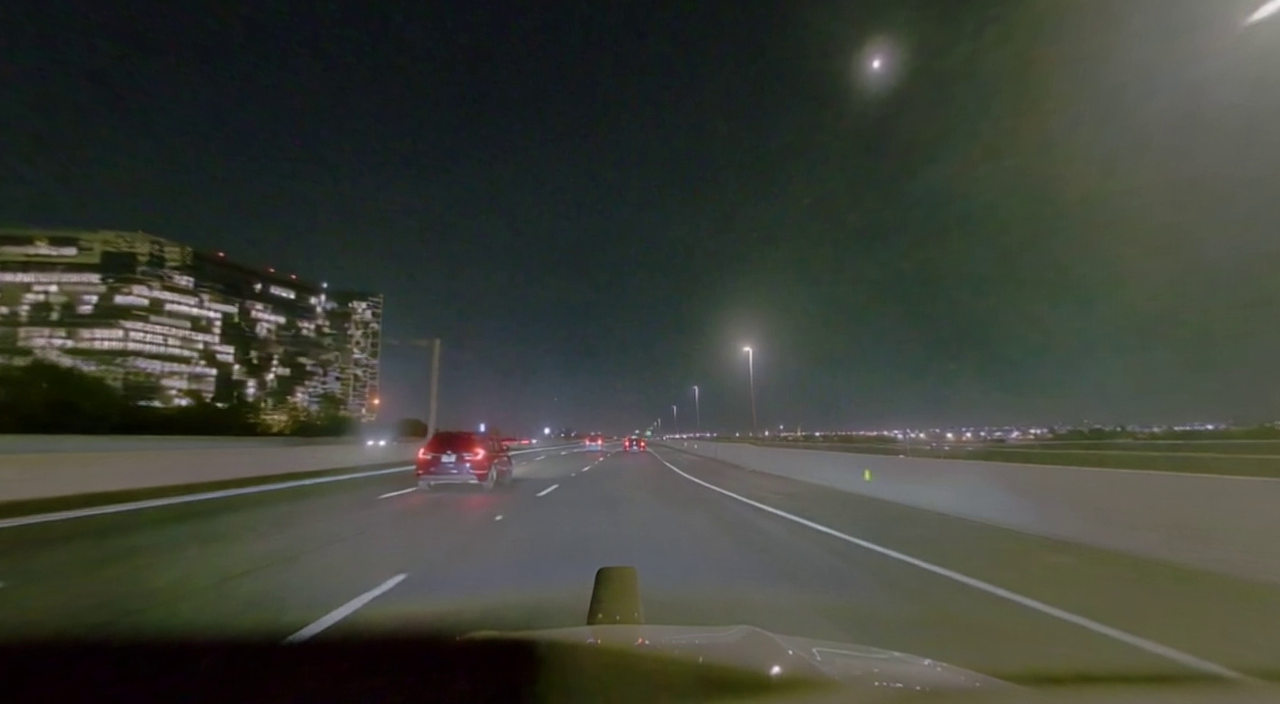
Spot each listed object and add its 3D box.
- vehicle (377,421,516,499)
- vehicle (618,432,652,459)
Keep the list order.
[{"bbox_3d":[-4.504,2.582,15.476,2.036,1.612,4.510,0,-8,-1],"label":"vehicle"},{"bbox_3d":[-0.343,6.002,40.607,2.036,1.637,4.009,0,-8,-1],"label":"vehicle"}]
